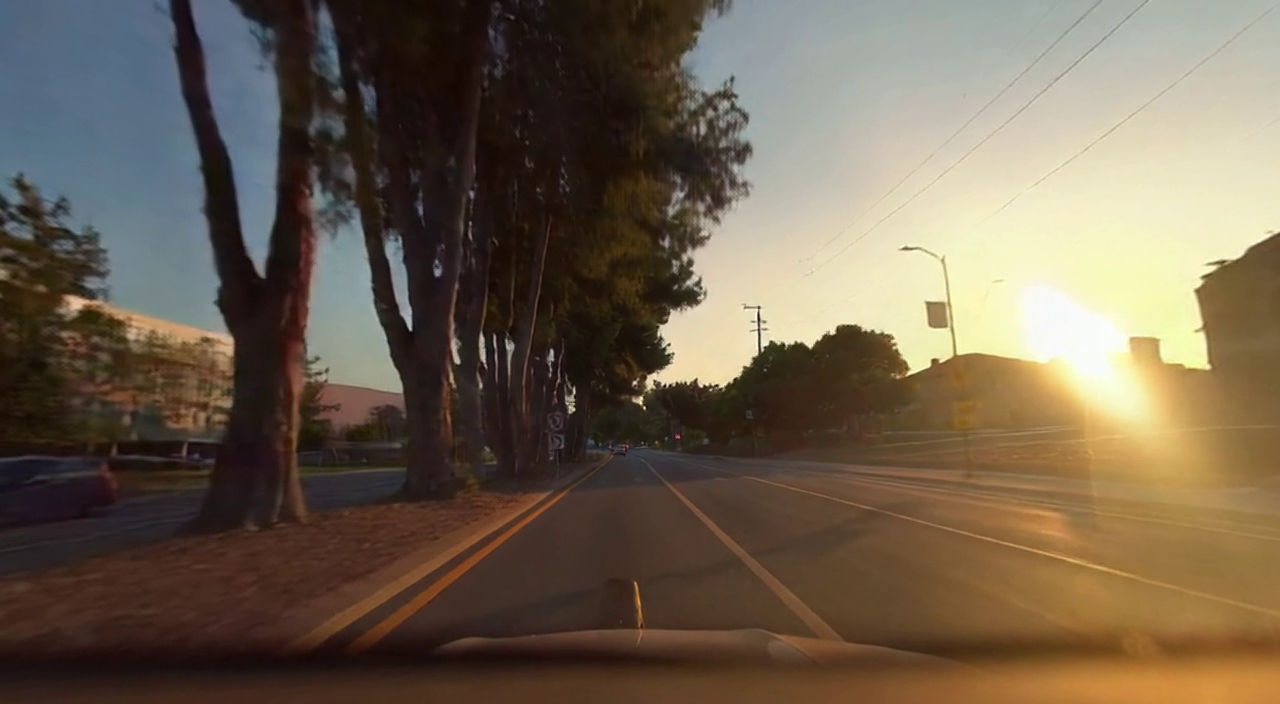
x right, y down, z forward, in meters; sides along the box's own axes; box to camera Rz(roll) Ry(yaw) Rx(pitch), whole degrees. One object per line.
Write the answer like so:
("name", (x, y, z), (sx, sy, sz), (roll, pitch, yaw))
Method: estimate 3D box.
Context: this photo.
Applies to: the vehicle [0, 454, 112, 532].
("vehicle", (-15.690, 3.366, 15.107), (2.022, 1.738, 4.668), (-1, -9, 1))
